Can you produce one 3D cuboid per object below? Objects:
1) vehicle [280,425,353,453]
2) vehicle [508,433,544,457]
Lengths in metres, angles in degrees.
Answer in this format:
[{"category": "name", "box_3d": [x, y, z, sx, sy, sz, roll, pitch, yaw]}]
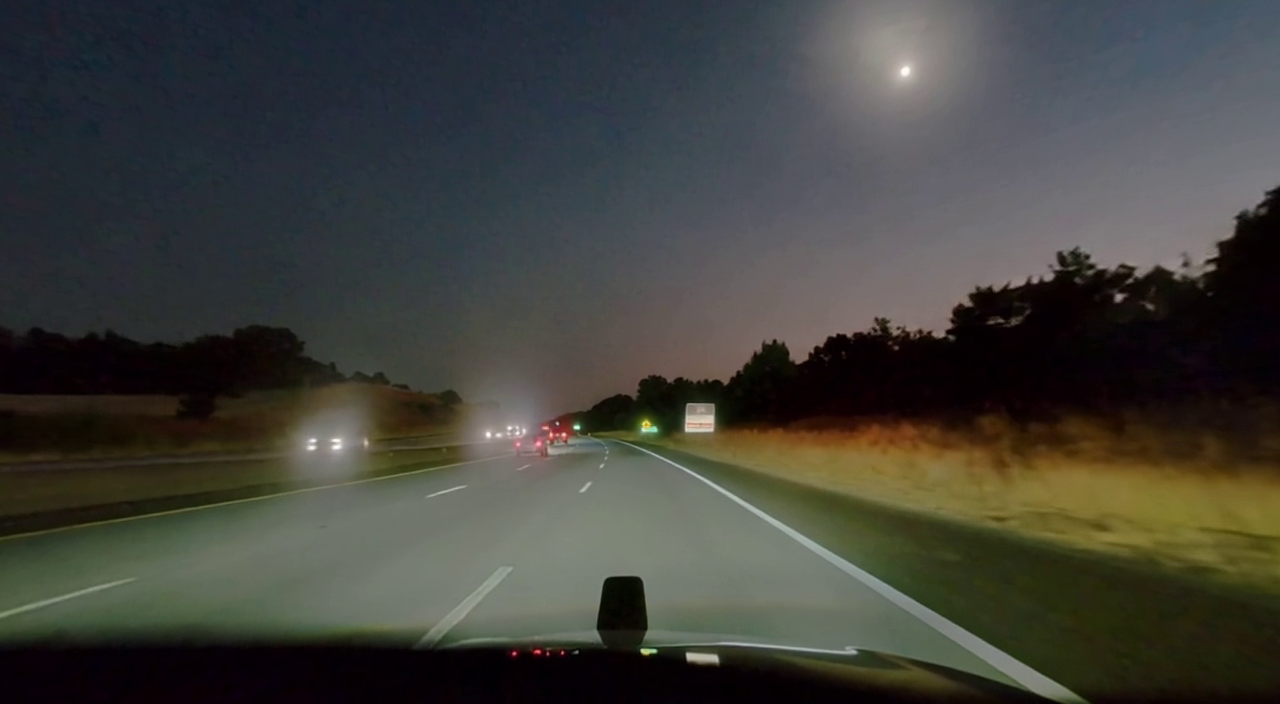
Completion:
[{"category": "vehicle", "box_3d": [-22.244, 6.056, 43.724, 2.148, 1.794, 5.793, 0, -8, -2]}, {"category": "vehicle", "box_3d": [-8.083, 6.587, 44.915, 1.931, 1.608, 3.977, 0, -8, -2]}]
